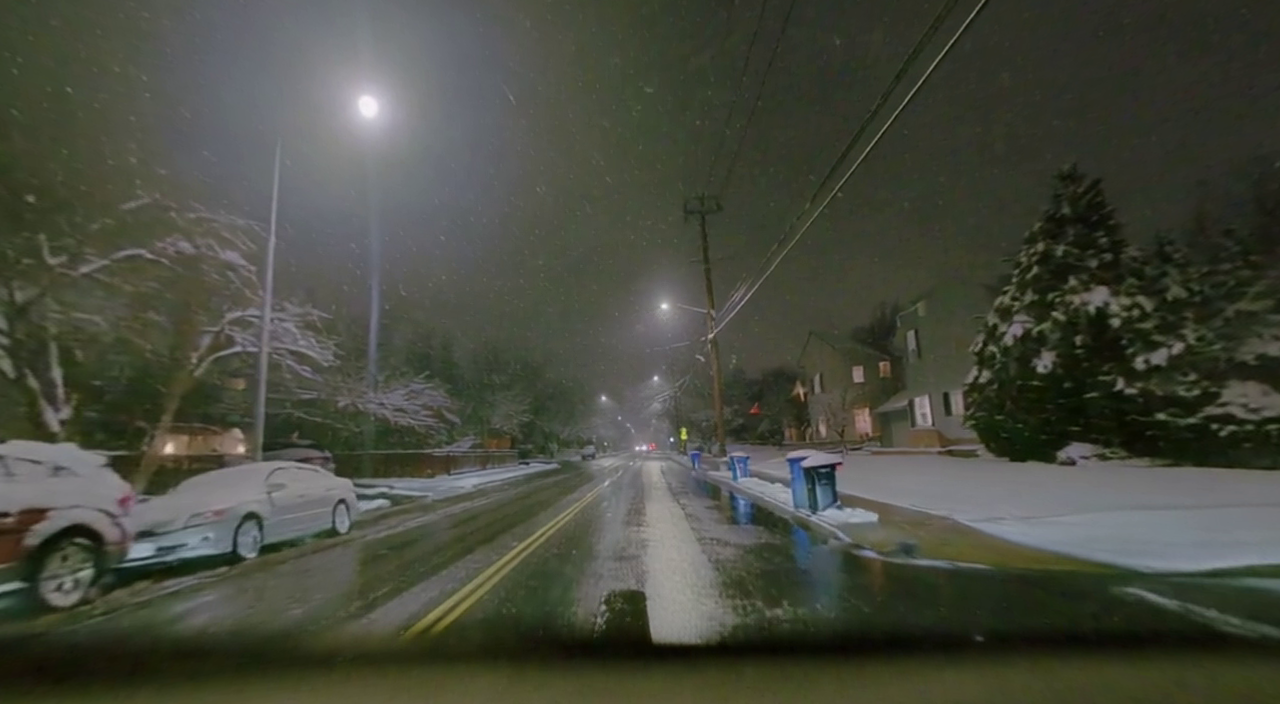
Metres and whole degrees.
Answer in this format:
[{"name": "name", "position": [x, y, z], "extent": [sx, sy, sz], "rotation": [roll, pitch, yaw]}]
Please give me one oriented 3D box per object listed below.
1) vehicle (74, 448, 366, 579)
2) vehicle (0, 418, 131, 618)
[{"name": "vehicle", "position": [-6.445, 2.447, 10.431], "extent": [1.880, 1.458, 4.292], "rotation": [-4, -7, 1]}, {"name": "vehicle", "position": [-6.587, 1.438, 4.644], "extent": [1.890, 1.723, 4.539], "rotation": [-6, -7, 1]}]
